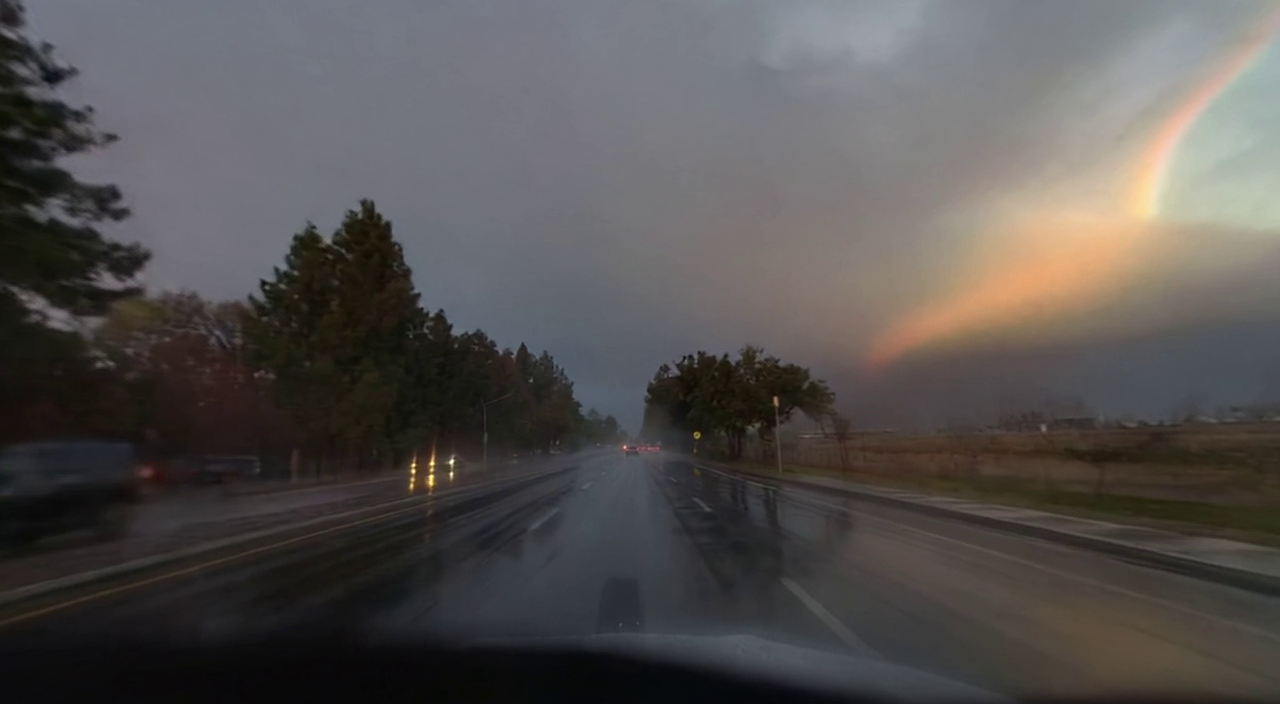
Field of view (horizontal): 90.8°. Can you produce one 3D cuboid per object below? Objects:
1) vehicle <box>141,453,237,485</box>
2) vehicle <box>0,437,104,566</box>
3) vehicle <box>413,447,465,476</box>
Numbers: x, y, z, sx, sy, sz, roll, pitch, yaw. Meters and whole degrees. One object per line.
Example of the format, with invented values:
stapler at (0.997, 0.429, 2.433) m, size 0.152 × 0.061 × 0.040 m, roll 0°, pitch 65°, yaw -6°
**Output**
vehicle at (-24.550, 6.382, 34.503) m, size 3.658 × 1.605 × 1.985 m, roll -1°, pitch -9°, yaw 0°
vehicle at (-9.717, 1.900, 7.764) m, size 2.365 × 1.697 × 4.391 m, roll 0°, pitch -9°, yaw 0°
vehicle at (-14.749, 8.068, 46.728) m, size 2.055 × 1.742 × 5.503 m, roll -4°, pitch -7°, yaw 0°
